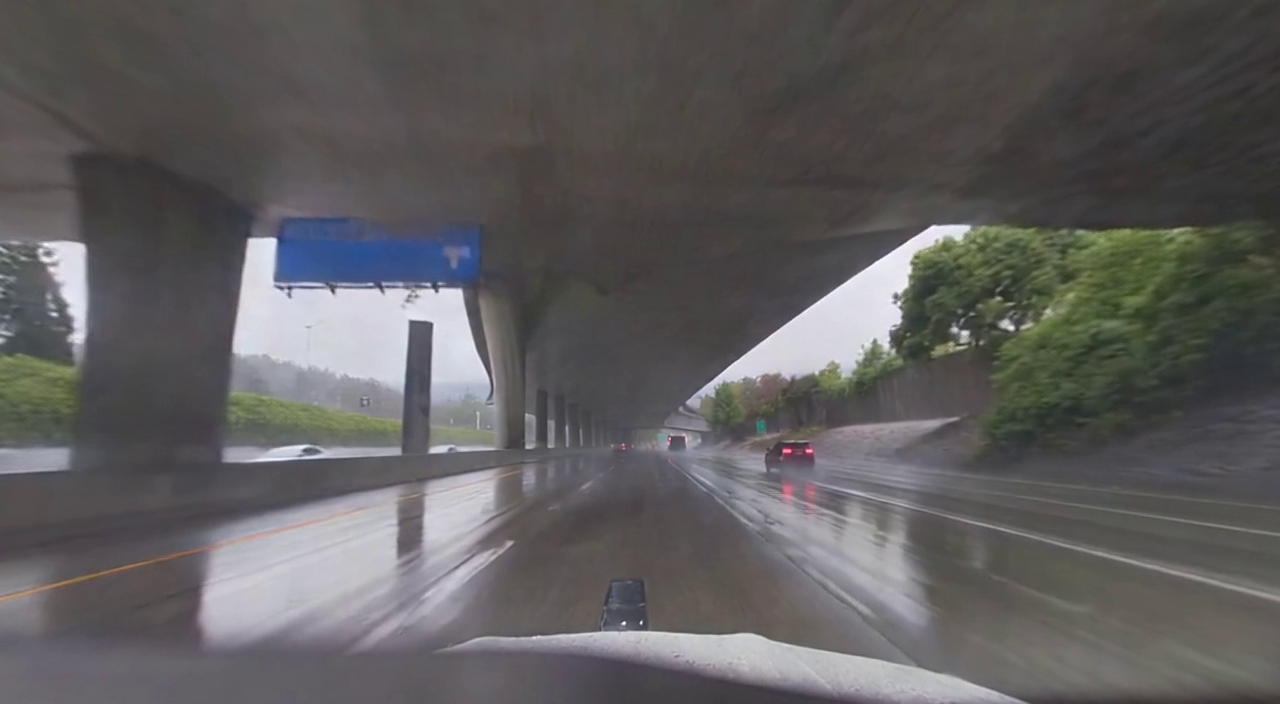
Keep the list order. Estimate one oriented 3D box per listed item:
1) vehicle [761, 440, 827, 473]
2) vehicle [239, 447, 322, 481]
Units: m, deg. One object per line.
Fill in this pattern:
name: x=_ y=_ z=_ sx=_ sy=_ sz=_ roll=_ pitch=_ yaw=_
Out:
vehicle: x=7.258 y=4.966 z=30.204 sx=1.914 sy=1.465 sz=4.574 roll=0 pitch=-8 yaw=-1
vehicle: x=-17.991 y=5.568 z=31.770 sx=1.812 sy=1.571 sz=3.983 roll=0 pitch=-8 yaw=0
